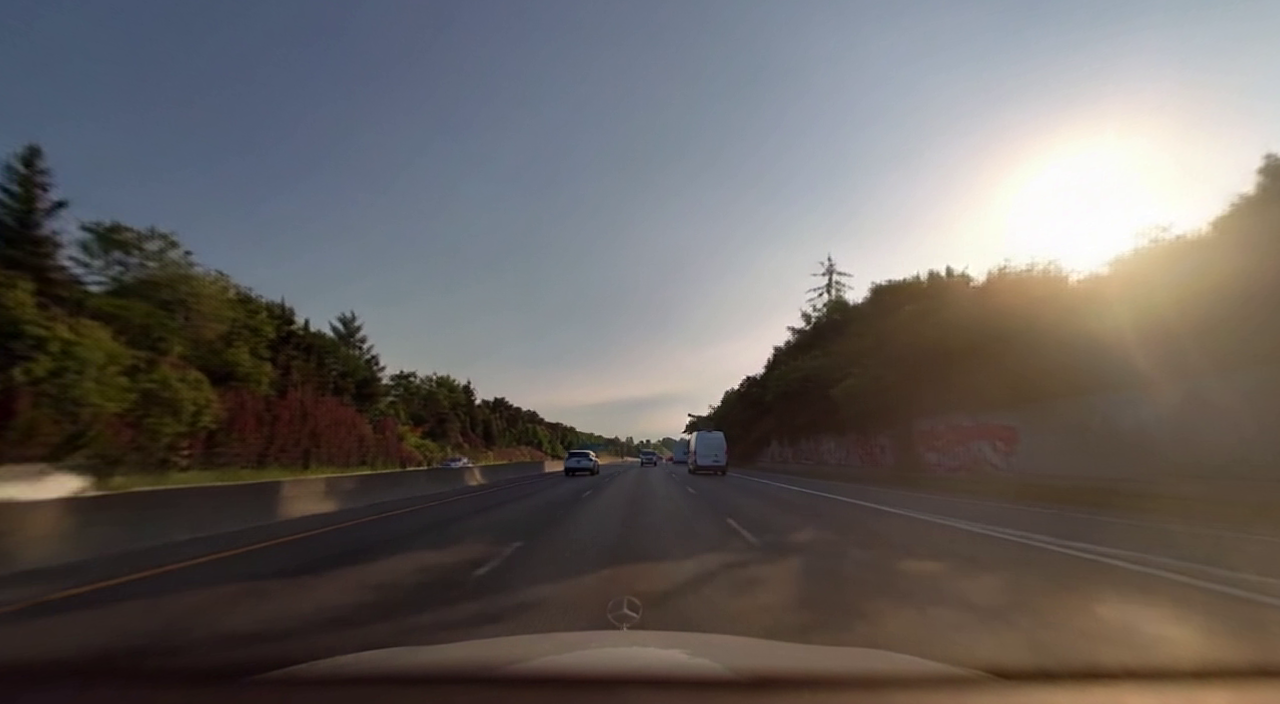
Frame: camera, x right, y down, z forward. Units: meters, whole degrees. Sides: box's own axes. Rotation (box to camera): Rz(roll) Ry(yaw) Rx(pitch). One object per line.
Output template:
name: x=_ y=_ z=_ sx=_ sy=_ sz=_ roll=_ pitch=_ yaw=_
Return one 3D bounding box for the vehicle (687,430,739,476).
vehicle: x=4.354 y=6.167 z=38.682 sx=2.469 sy=2.591 sz=5.653 roll=0 pitch=-9 yaw=0

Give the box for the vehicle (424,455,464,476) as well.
vehicle: x=-15.305 y=8.854 z=49.325 sx=1.830 sy=1.557 sz=3.942 roll=0 pitch=-9 yaw=1

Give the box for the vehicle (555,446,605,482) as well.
vehicle: x=-2.819 y=5.390 z=30.621 sx=1.964 sy=1.618 sz=4.489 roll=0 pitch=-9 yaw=1
